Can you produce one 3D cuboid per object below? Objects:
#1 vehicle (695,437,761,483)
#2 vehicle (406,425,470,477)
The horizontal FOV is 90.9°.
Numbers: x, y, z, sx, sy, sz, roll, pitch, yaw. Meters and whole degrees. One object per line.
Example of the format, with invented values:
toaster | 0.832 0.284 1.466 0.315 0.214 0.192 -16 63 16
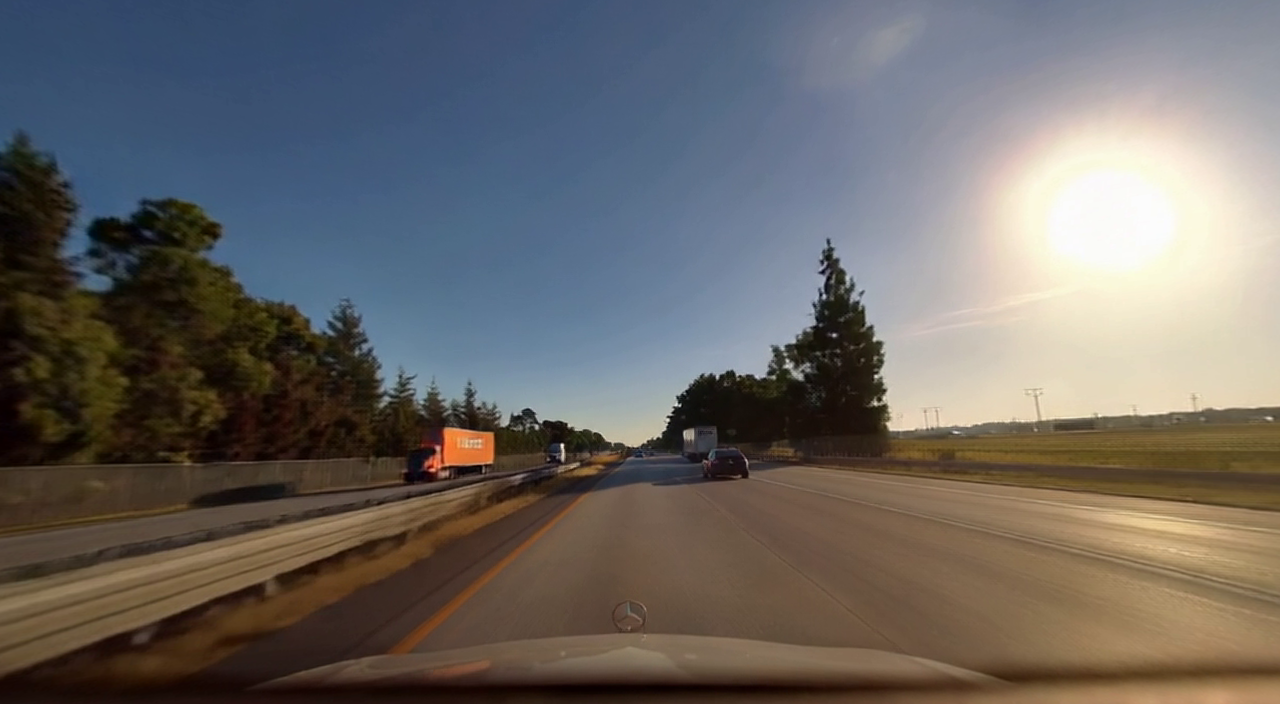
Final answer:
vehicle | 3.583 4.517 26.469 2.093 1.742 4.167 0 -9 -1
vehicle | -15.752 7.755 49.595 3.060 3.798 5.974 0 -9 -1
